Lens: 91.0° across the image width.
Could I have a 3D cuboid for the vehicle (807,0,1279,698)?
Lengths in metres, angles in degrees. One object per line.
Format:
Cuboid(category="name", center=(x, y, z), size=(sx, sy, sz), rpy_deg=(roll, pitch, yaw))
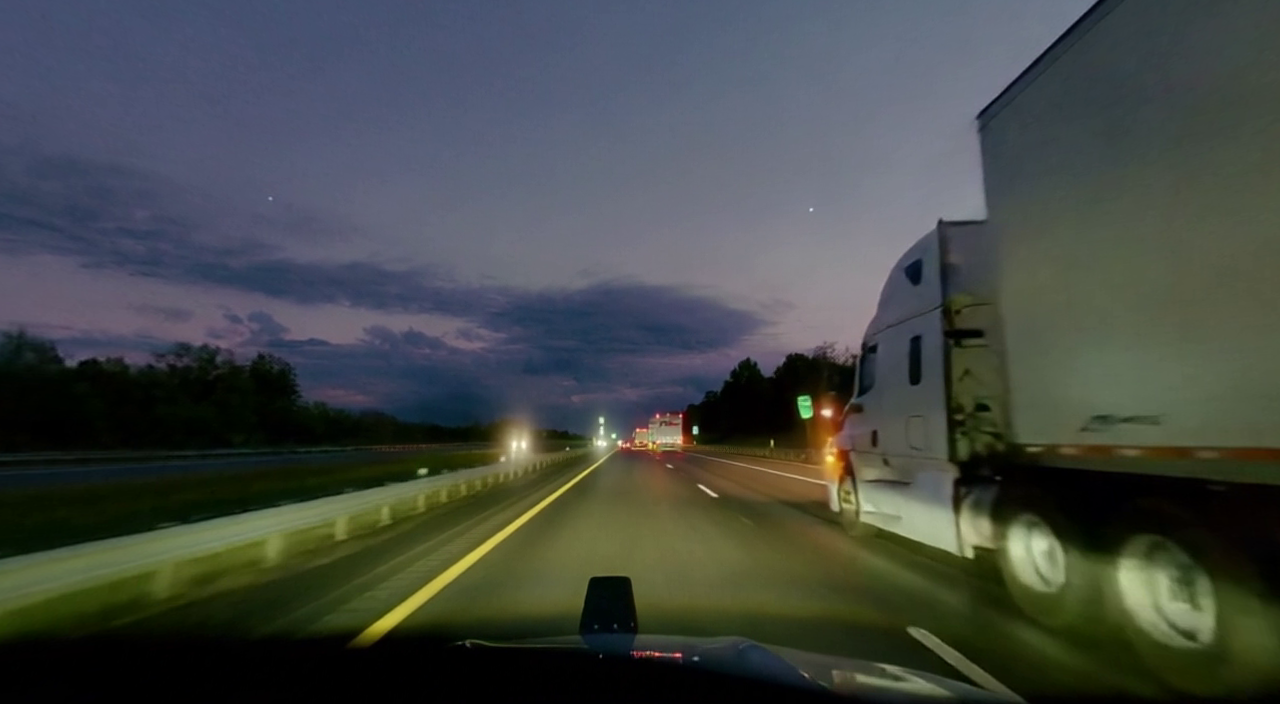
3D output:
Cuboid(category="vehicle", center=(4.181, 0.223, 6.496), size=(3.073, 3.927, 6.116), rpy_deg=(0, -8, -1))
